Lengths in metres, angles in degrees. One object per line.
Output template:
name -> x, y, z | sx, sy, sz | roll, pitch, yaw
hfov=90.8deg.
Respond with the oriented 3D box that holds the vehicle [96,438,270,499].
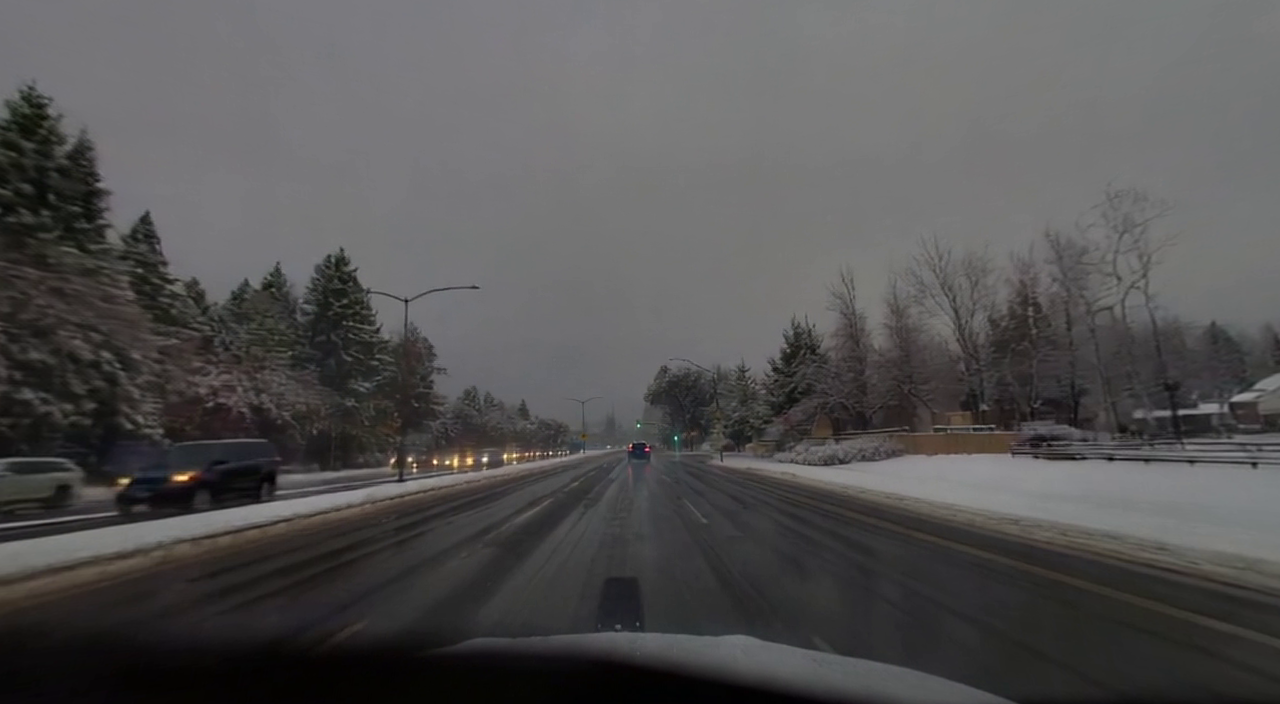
vehicle -> -14.911, 3.806, 21.086 | 2.083, 1.795, 4.880 | 0, -9, 0
